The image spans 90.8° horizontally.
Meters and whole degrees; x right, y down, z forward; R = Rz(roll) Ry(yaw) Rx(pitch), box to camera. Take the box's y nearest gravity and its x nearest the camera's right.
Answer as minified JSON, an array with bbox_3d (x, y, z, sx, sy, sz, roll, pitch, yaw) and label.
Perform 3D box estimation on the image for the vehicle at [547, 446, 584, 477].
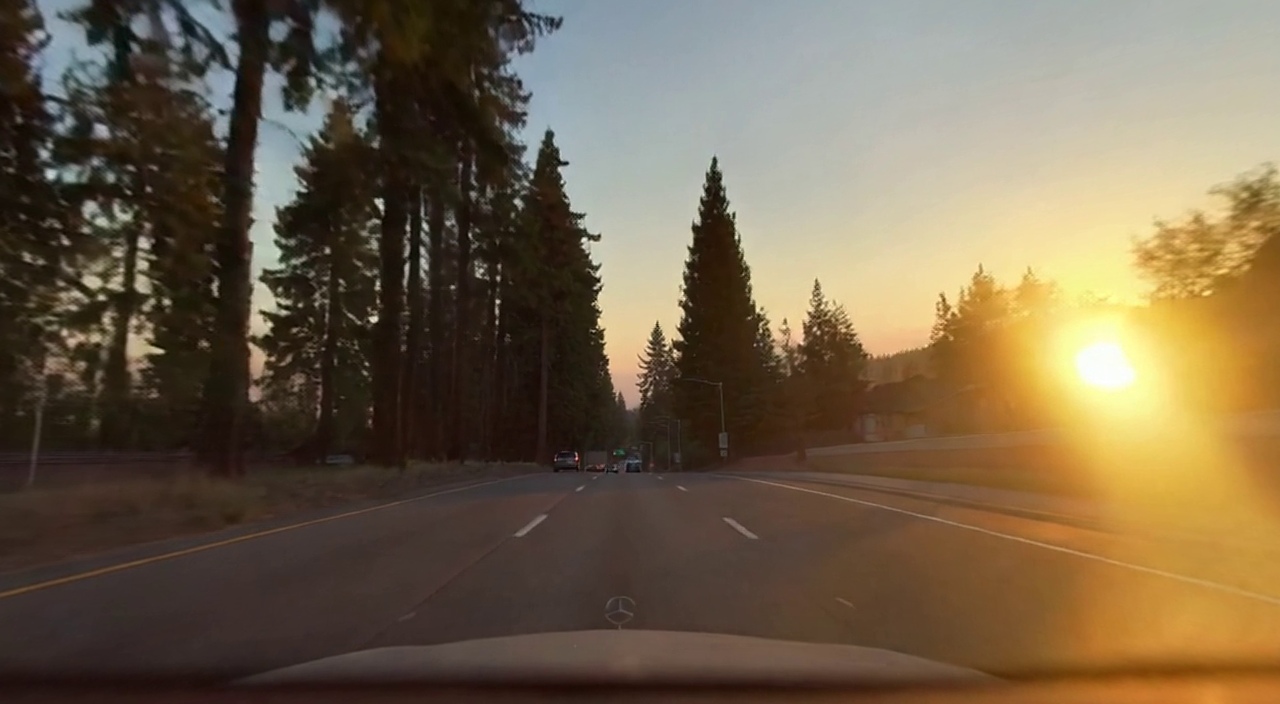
[{"bbox_3d":[-5.553,8.211,47.706,2.323,2.252,4.808,0,-9,-2],"label":"vehicle"}]
